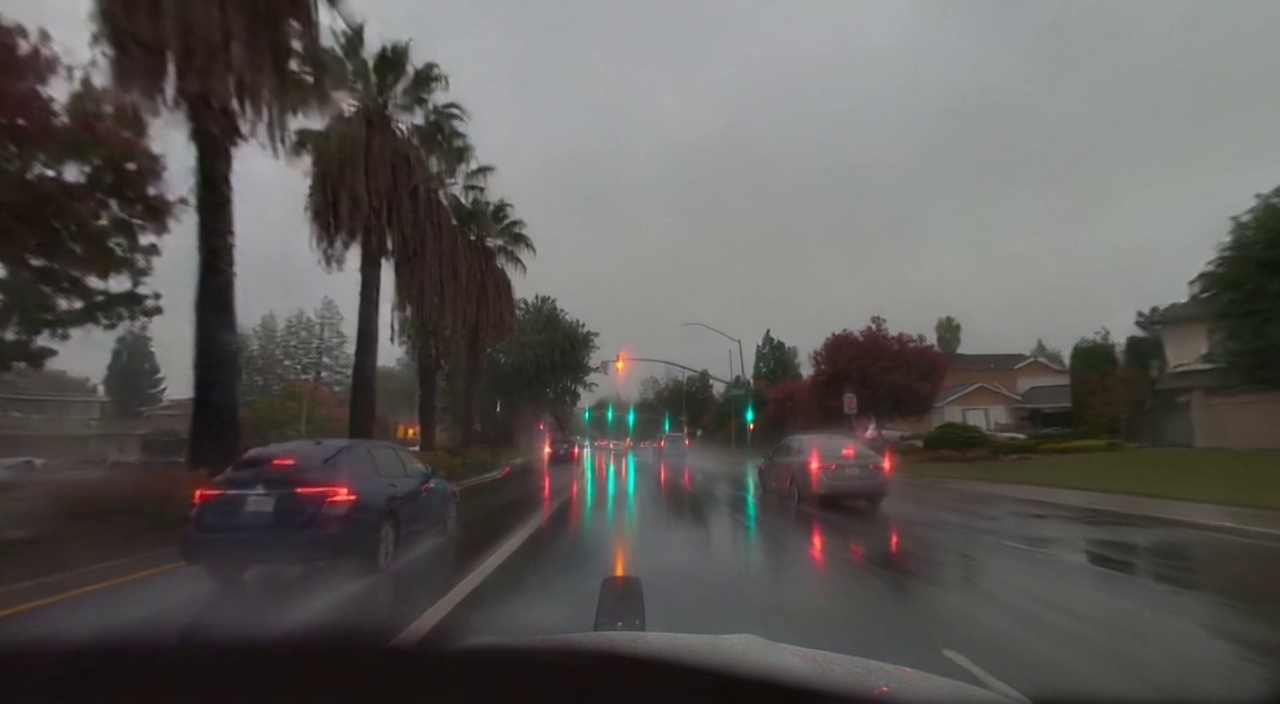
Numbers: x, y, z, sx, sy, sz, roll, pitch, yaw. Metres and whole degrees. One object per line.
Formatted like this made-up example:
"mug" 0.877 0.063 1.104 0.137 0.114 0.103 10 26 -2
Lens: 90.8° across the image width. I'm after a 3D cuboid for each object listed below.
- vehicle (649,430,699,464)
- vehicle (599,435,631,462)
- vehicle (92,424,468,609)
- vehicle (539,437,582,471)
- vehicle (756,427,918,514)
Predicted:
"vehicle" 2.050 5.985 39.725 2.391 1.960 5.600 0 -8 -4
"vehicle" -1.939 7.257 47.599 2.164 1.867 4.254 0 -8 -5
"vehicle" -3.505 1.651 7.303 1.924 1.473 4.200 0 -8 -1
"vehicle" -4.043 5.242 32.619 1.922 1.577 4.140 0 -8 -4
"vehicle" 3.841 2.380 13.163 1.870 1.491 4.009 0 -8 -3
